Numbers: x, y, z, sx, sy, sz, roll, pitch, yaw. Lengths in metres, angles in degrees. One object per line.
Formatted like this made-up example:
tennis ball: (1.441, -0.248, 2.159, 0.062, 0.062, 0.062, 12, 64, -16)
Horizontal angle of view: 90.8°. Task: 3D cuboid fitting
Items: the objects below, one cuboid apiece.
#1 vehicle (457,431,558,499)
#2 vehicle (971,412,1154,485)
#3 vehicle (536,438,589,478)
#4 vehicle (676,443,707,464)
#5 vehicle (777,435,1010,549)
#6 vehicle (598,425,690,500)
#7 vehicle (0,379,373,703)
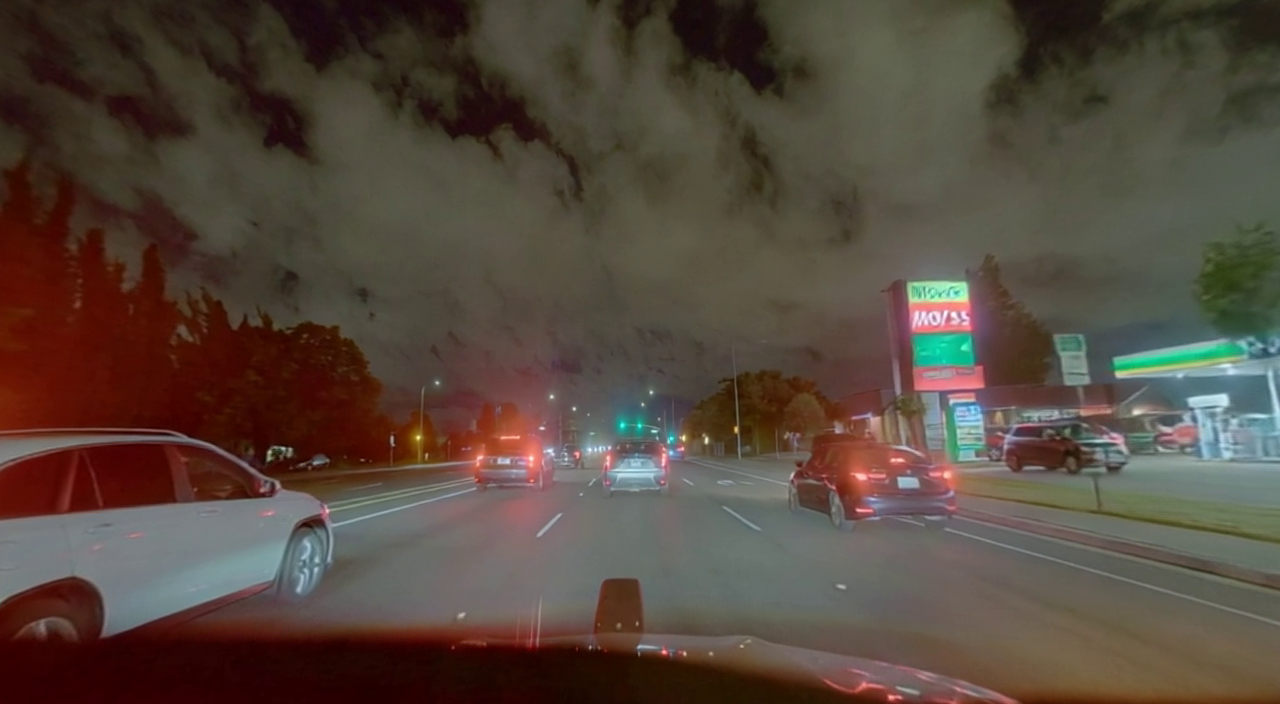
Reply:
vehicle: (-3.639, 3.175, 18.162, 1.932, 1.695, 4.150, 0, -8, 1)
vehicle: (11.631, 2.724, 17.896, 1.918, 1.765, 4.668, 0, -8, 0)
vehicle: (-3.449, 4.780, 28.809, 1.871, 1.673, 3.920, 0, -8, 0)
vehicle: (3.758, 7.499, 46.809, 1.926, 1.522, 3.852, 0, -8, -1)
vehicle: (3.826, 2.169, 10.598, 1.888, 1.456, 4.589, 0, -8, -2)
vehicle: (0.071, 3.036, 17.740, 2.279, 1.803, 4.254, 0, -8, -1)
vehicle: (-3.566, 1.137, 4.132, 1.864, 1.574, 4.031, 0, -8, 0)
